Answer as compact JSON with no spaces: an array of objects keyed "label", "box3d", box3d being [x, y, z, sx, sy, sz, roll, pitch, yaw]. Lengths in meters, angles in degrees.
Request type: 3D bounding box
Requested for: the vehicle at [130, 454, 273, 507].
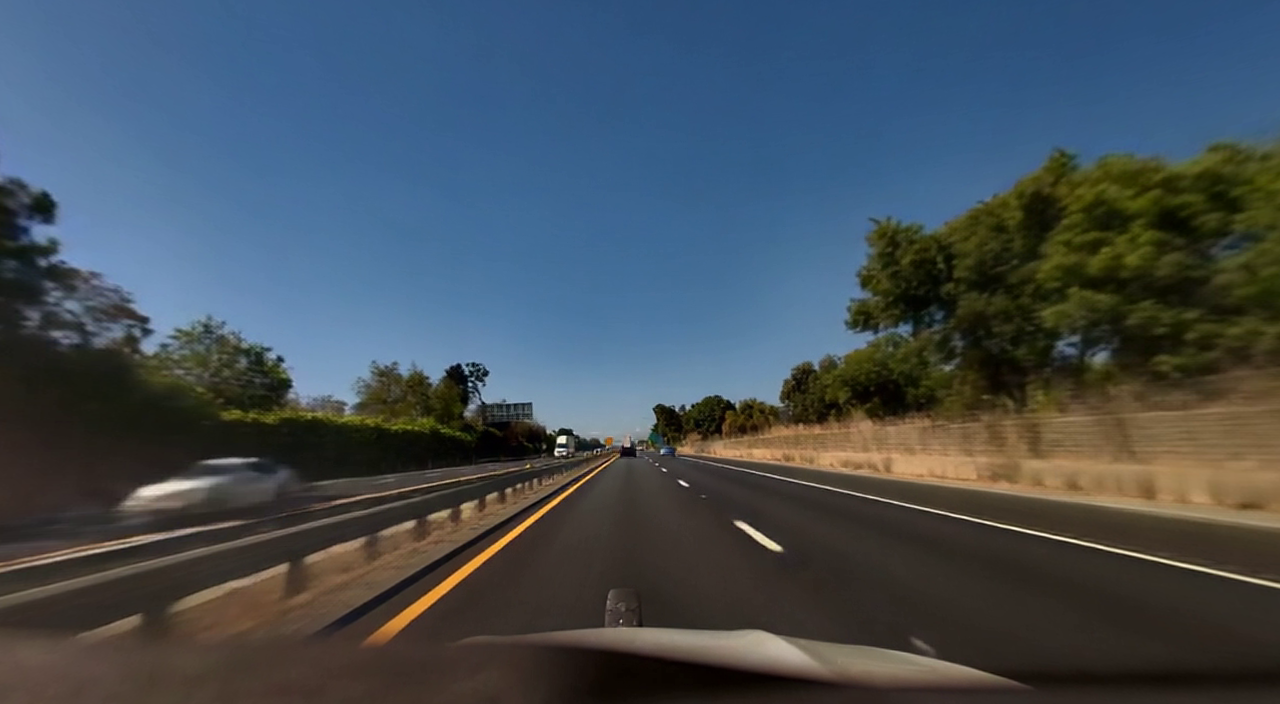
[{"label":"vehicle","box3d":[-13.349,3.887,19.435,1.743,1.434,3.709,0,-9,-1]}]
